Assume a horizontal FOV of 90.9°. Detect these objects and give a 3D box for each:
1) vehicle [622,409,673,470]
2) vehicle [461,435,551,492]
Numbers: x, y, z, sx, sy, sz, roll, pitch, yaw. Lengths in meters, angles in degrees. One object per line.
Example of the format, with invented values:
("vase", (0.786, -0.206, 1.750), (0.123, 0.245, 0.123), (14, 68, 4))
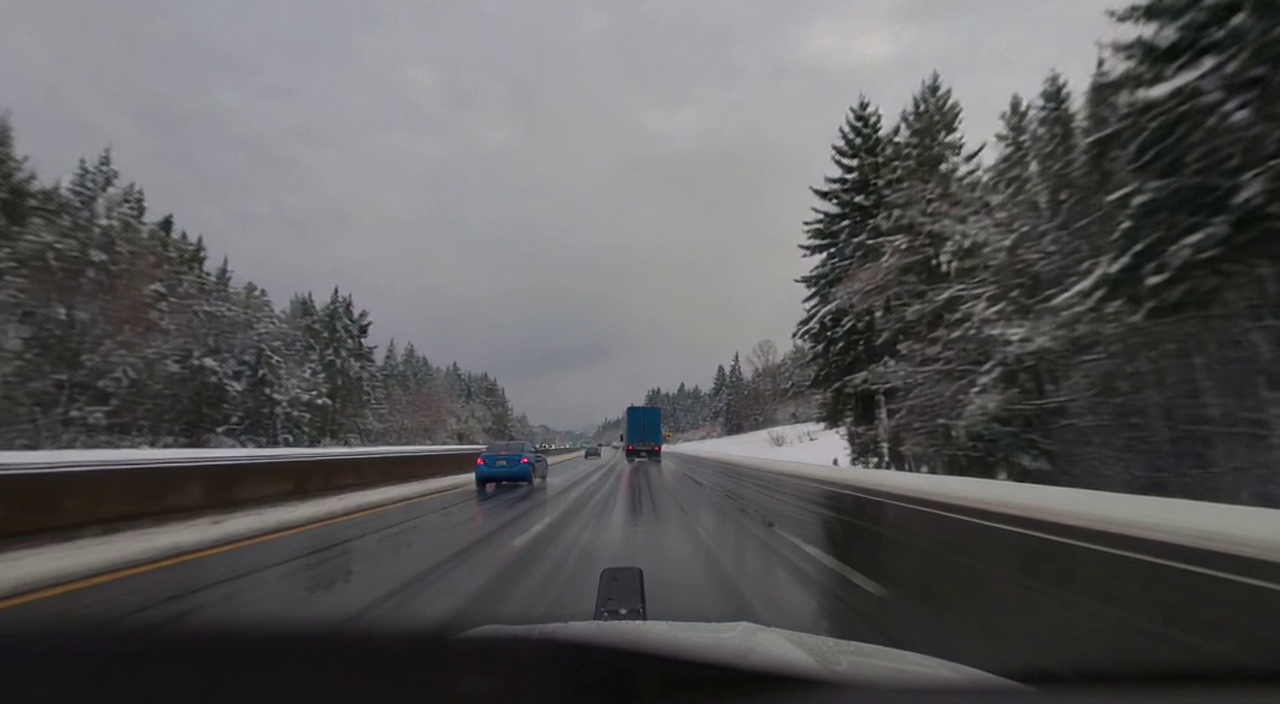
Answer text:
("vehicle", (0.318, 5.907, 42.065), (2.893, 3.628, 9.081), (0, -9, -3))
("vehicle", (-4.134, 3.498, 20.069), (1.977, 1.602, 3.944), (0, -9, 0))
